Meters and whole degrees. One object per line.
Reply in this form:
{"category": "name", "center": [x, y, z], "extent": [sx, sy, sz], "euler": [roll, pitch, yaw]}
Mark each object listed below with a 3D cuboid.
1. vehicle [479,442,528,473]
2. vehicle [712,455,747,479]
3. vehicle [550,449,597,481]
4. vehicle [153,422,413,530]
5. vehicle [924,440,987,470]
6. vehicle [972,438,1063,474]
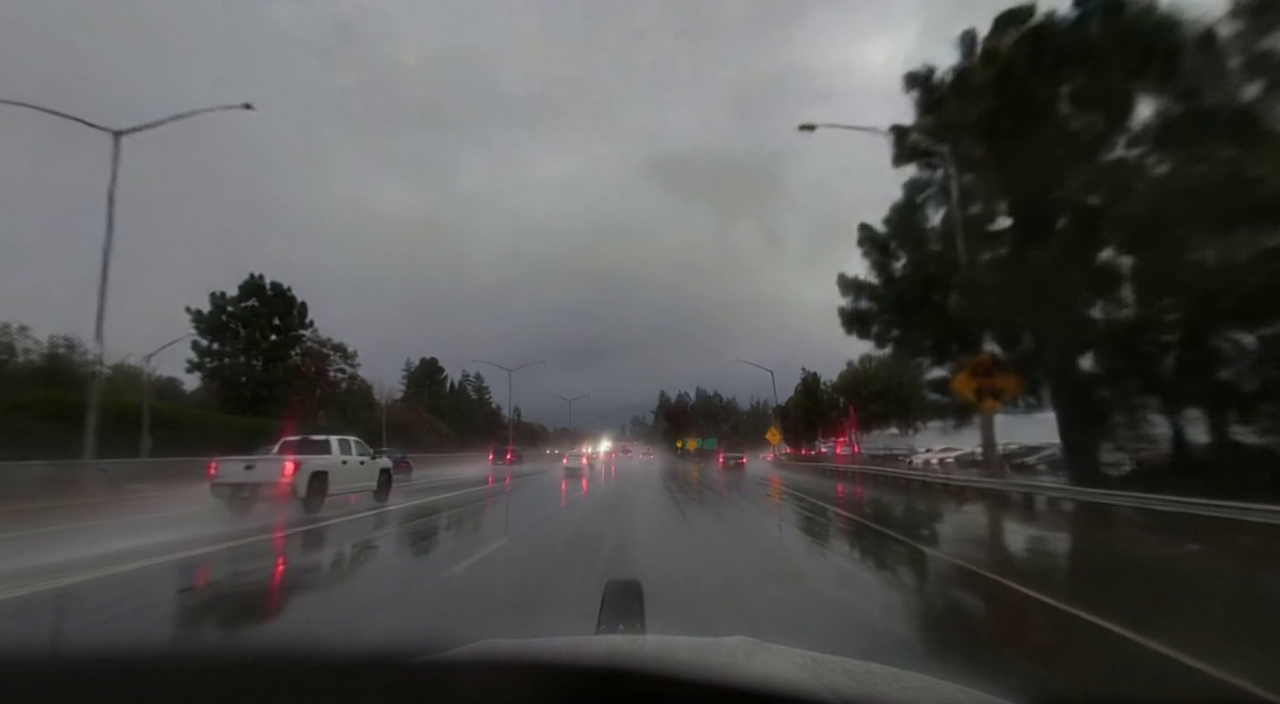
{"category": "vehicle", "center": [-10.554, 8.181, 49.128], "extent": [2.442, 2.191, 5.760], "euler": [0, -9, 1]}
{"category": "vehicle", "center": [6.328, 8.172, 45.016], "extent": [2.153, 1.510, 4.646], "euler": [0, -9, 4]}
{"category": "vehicle", "center": [-3.827, 6.592, 36.975], "extent": [2.132, 1.708, 4.571], "euler": [0, -9, 1]}
{"category": "vehicle", "center": [-7.289, 2.600, 13.904], "extent": [2.250, 1.870, 5.647], "euler": [0, -9, 2]}
{"category": "vehicle", "center": [24.327, 8.025, 48.778], "extent": [2.129, 2.095, 4.928], "euler": [-2, -10, -2]}
{"category": "vehicle", "center": [24.598, 6.820, 41.479], "extent": [2.456, 2.117, 6.561], "euler": [-1, -9, 5]}
